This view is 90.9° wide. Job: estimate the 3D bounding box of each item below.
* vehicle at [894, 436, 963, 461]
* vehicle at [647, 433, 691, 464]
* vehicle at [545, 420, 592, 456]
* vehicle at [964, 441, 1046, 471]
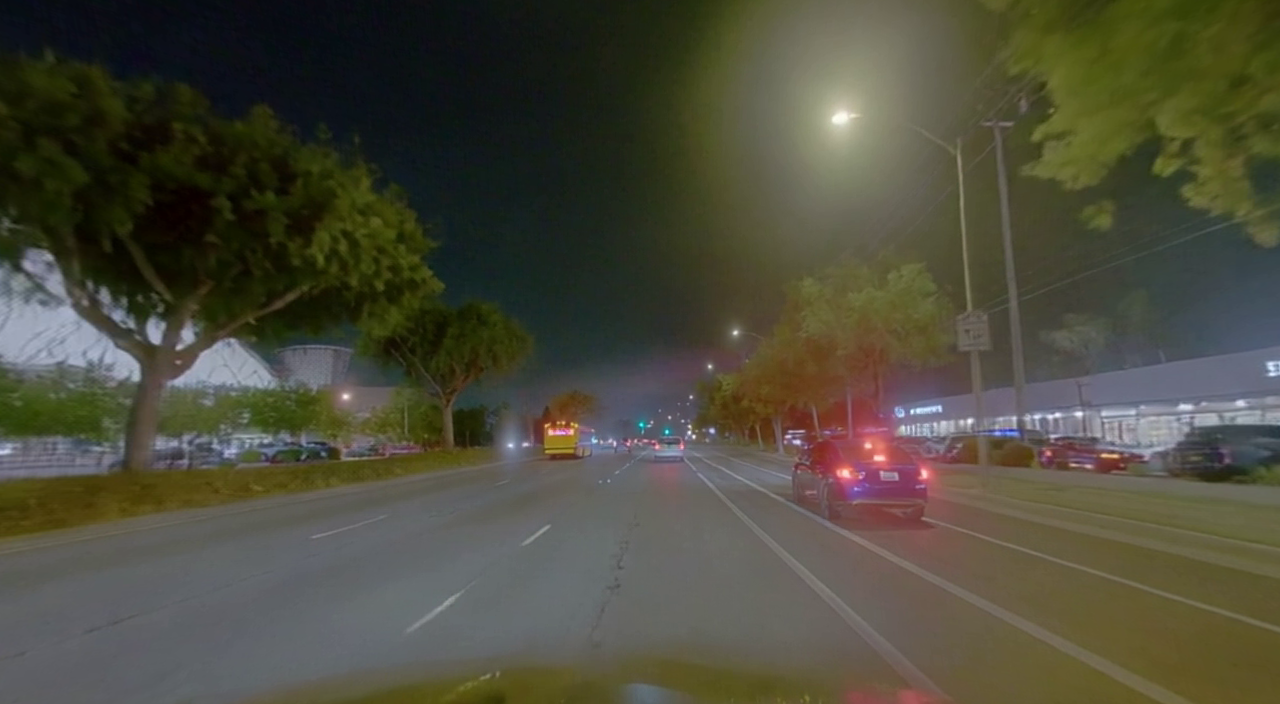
[{"bbox_3d":[20.294,6.816,44.691,2.229,1.661,5.991,0,-9,2],"label":"vehicle"},{"bbox_3d":[1.469,5.044,32.890,2.123,1.498,4.226,0,-9,1],"label":"vehicle"},{"bbox_3d":[-5.285,6.559,47.817,2.485,2.556,6.363,-1,-9,3],"label":"vehicle"},{"bbox_3d":[19.672,5.607,34.252,1.849,1.466,4.831,-1,-9,4],"label":"vehicle"}]
